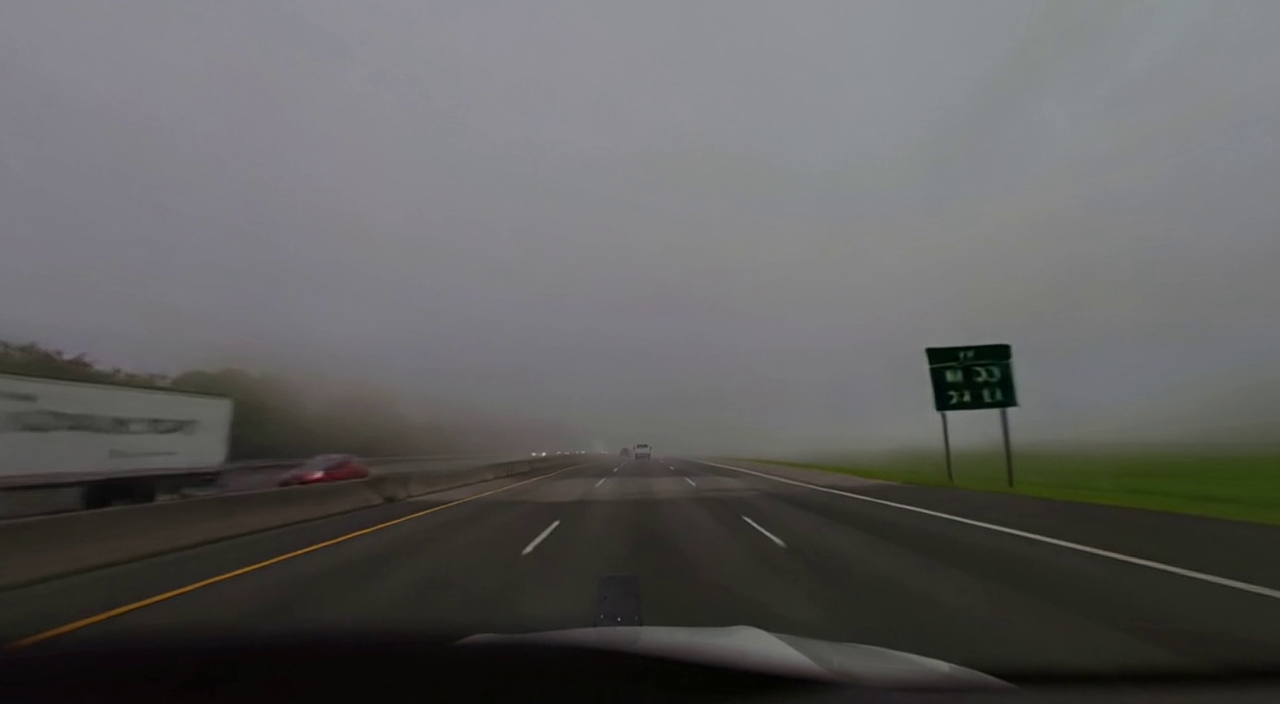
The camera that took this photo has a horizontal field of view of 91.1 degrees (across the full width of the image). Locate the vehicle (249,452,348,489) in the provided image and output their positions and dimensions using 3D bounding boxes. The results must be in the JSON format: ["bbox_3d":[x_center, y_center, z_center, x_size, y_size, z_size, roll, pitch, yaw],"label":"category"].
[{"bbox_3d":[-15.708,5.456,29.266,1.990,1.511,4.672,-1,-9,0],"label":"vehicle"}]

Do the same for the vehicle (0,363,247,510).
[{"bbox_3d":[-19.274,2.954,21.360,2.872,4.066,13.769,-1,-9,0],"label":"vehicle"}]
